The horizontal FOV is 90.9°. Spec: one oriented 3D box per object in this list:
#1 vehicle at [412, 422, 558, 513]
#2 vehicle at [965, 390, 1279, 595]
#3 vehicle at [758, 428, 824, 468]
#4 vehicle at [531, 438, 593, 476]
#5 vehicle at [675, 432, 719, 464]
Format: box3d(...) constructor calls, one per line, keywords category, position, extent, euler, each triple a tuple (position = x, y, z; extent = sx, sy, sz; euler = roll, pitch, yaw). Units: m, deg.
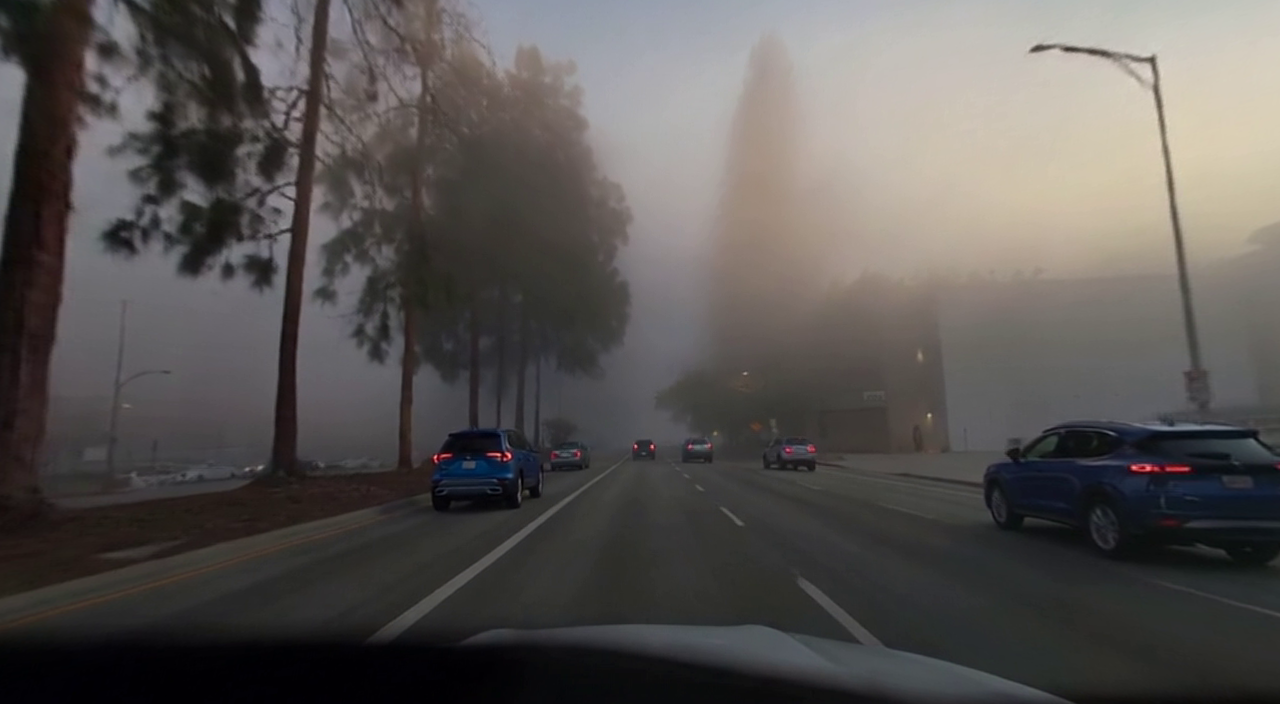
box3d(category="vehicle", position=(-3.238, 2.523, 14.247), extent=(2.141, 1.719, 4.379), euler=(0, -8, 1))
box3d(category="vehicle", position=(6.010, 1.472, 7.455), extent=(2.088, 1.666, 4.512), euler=(-1, -8, 3))
box3d(category="vehicle", position=(7.291, 4.705, 30.868), extent=(2.076, 1.793, 4.464), euler=(0, -8, 0))
box3d(category="vehicle", position=(-3.300, 4.542, 27.499), extent=(2.036, 1.465, 4.301), euler=(-1, -8, 1))
box3d(category="vehicle", position=(3.414, 5.918, 38.840), extent=(2.178, 1.804, 4.766), euler=(0, -8, -1))
